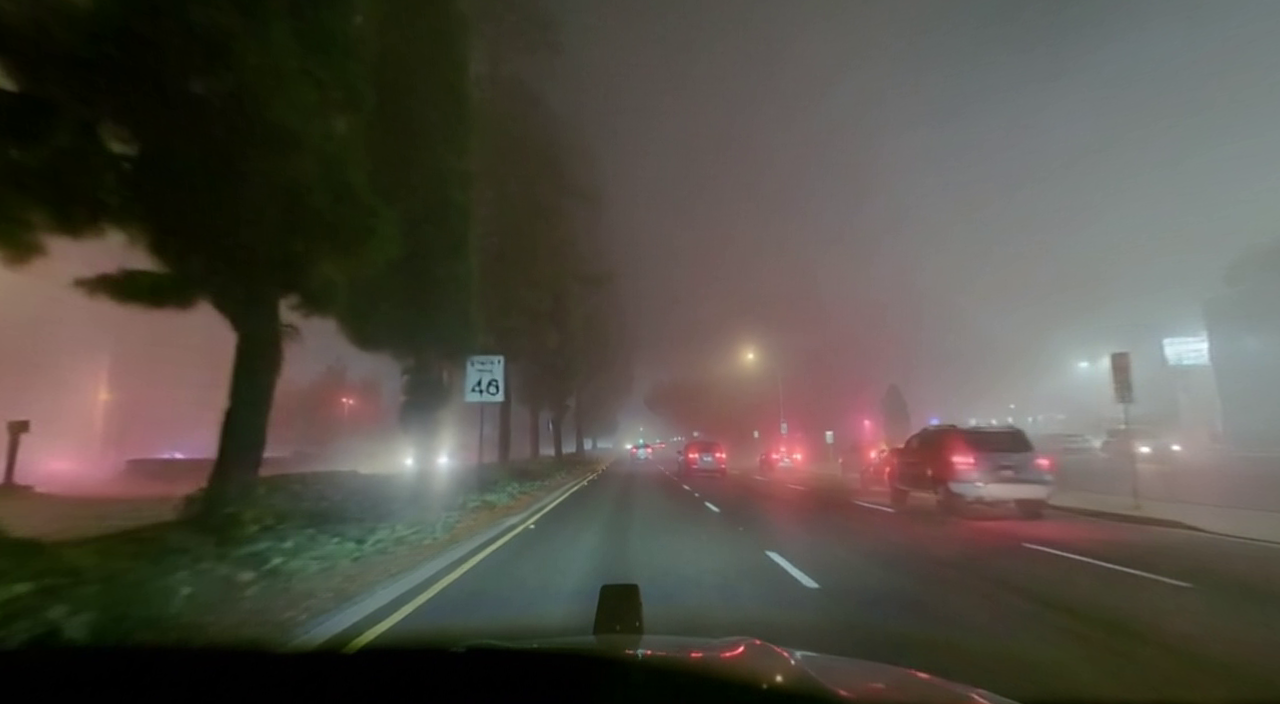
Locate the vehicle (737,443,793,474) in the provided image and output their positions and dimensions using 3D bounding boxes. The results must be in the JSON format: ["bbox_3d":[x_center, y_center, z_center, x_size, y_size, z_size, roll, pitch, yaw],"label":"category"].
[{"bbox_3d":[6.786,5.813,34.713,2.029,1.548,4.422,0,-9,-2],"label":"vehicle"}]

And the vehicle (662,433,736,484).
[{"bbox_3d":[2.164,4.114,24.708,2.227,1.794,4.457,0,-9,-3],"label":"vehicle"}]

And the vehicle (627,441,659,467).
[{"bbox_3d":[0.199,7.000,43.575,2.132,1.693,3.819,0,-9,0],"label":"vehicle"}]

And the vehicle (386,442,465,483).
[{"bbox_3d":[-9.680,5.009,28.959,1.999,1.711,4.541,0,-9,1],"label":"vehicle"}]

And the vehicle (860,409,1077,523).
[{"bbox_3d":[6.880,2.461,13.941,2.382,2.108,4.182,0,-9,-2],"label":"vehicle"}]

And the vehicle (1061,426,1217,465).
[{"bbox_3d":[20.733,3.918,26.424,4.608,1.533,2.193,0,-9,0],"label":"vehicle"}]
